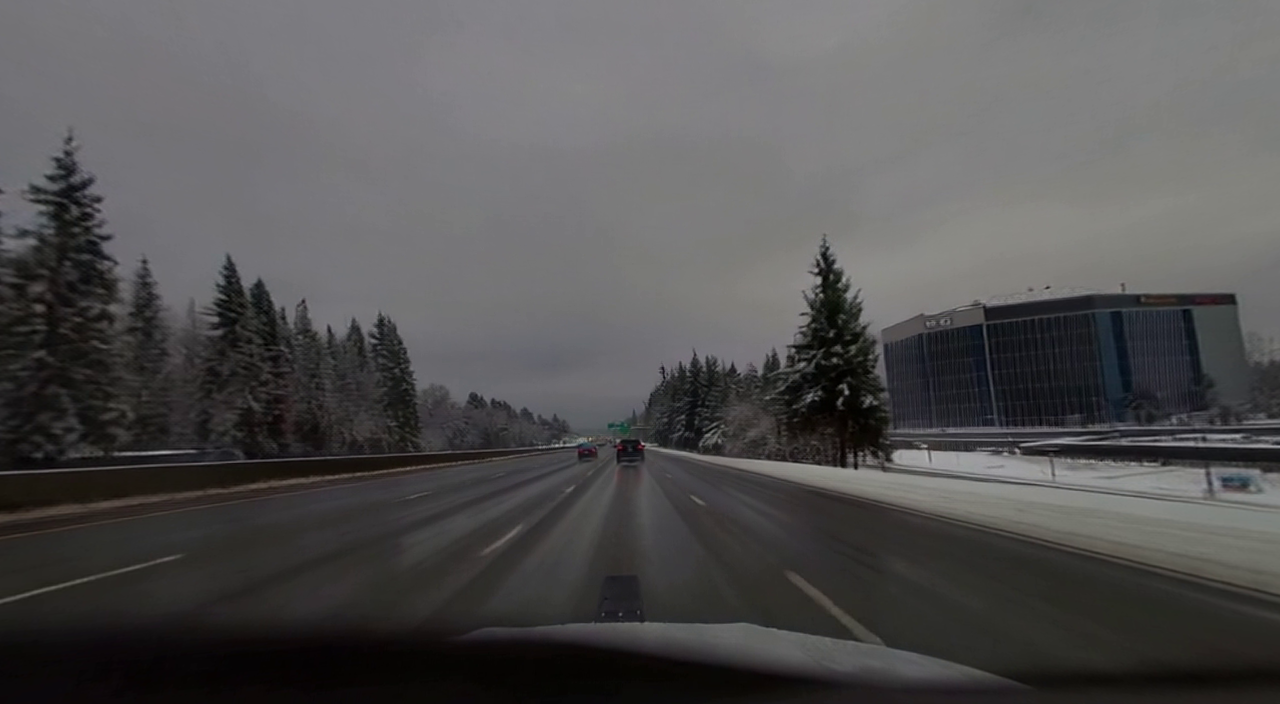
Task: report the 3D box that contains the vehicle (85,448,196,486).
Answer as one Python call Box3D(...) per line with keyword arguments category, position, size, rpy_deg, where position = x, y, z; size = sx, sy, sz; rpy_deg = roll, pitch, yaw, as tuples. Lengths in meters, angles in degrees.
Box3D(category="vehicle", position=(-27.165, 6.216, 34.466), size=(2.288, 1.842, 4.610), rpy_deg=(0, -8, -1))

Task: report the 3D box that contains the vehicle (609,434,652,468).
Box3D(category="vehicle", position=(-0.571, 5.703, 36.360), size=(2.302, 1.810, 4.707), rpy_deg=(0, -8, -1))
